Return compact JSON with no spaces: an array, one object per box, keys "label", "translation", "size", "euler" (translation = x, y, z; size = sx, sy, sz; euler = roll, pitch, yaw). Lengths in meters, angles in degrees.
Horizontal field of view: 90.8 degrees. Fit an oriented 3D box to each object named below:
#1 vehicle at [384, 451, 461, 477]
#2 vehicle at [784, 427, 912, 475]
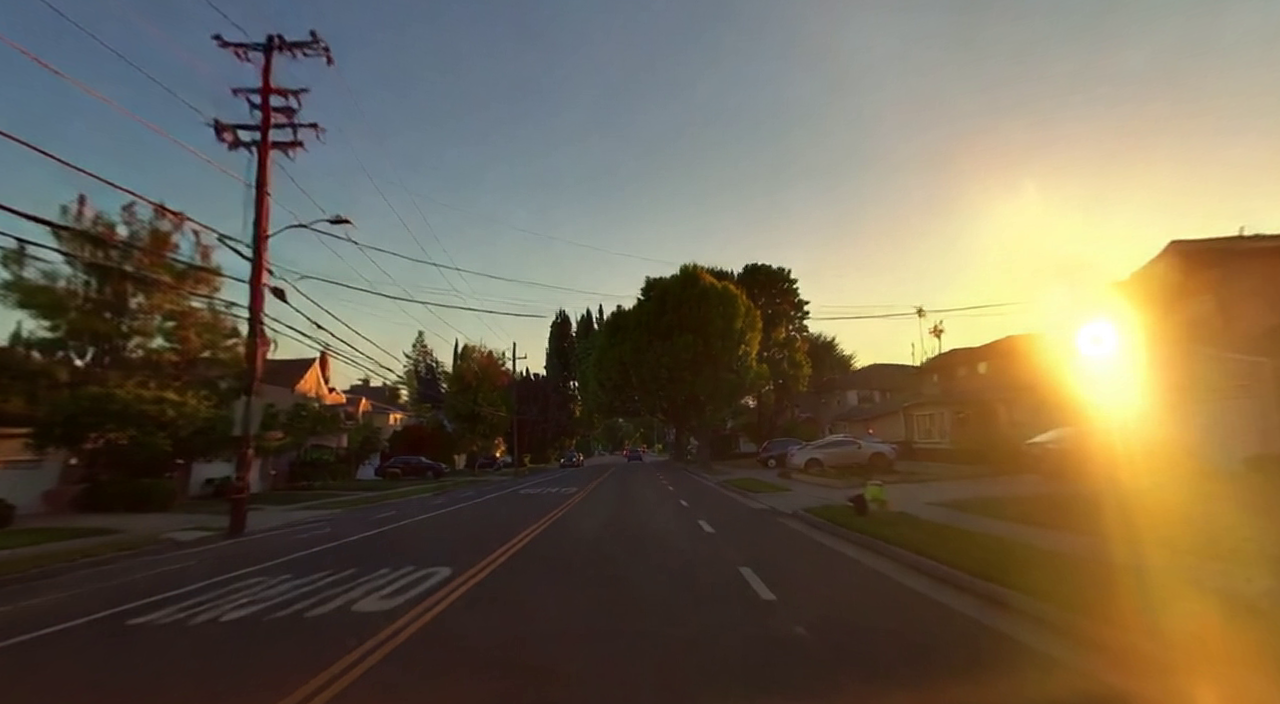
[{"label":"vehicle","translation":[-14.961,7.715,43.693],"size":[4.501,1.689,2.106],"euler":[0,-9,1]},{"label":"vehicle","translation":[8.863,4.276,27.296],"size":[4.747,1.942,2.158],"euler":[0,-9,1]}]
